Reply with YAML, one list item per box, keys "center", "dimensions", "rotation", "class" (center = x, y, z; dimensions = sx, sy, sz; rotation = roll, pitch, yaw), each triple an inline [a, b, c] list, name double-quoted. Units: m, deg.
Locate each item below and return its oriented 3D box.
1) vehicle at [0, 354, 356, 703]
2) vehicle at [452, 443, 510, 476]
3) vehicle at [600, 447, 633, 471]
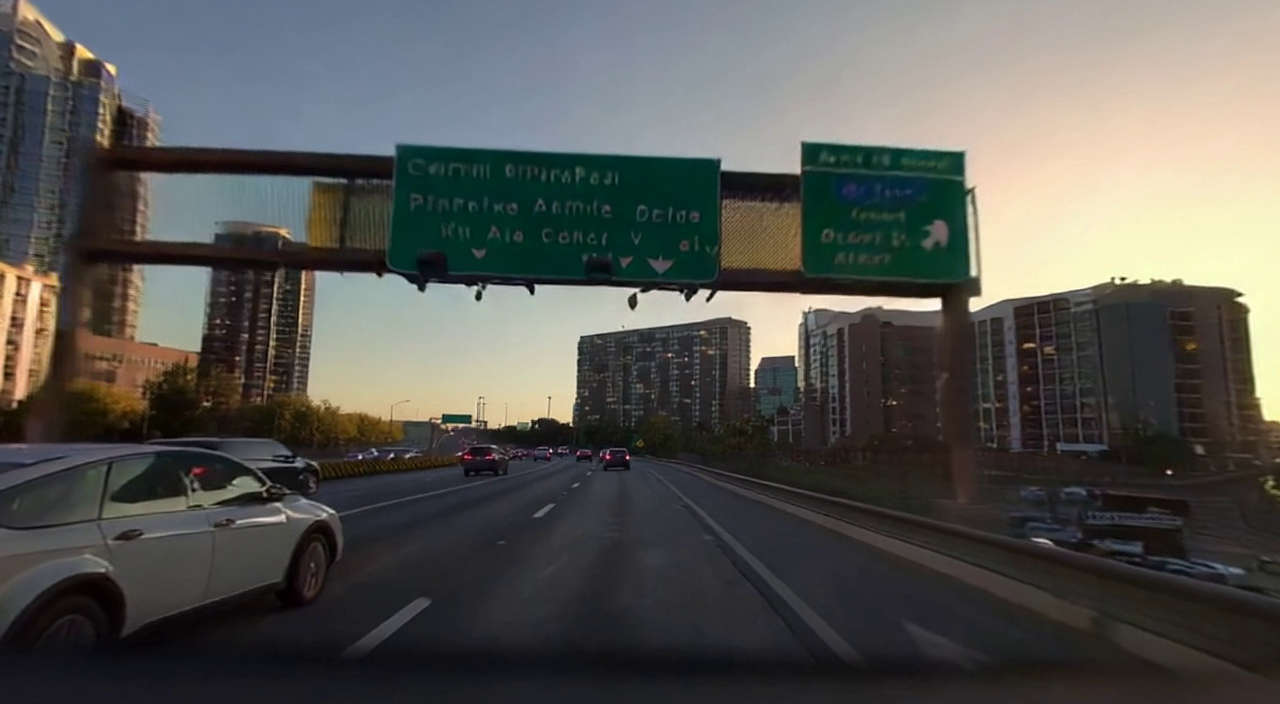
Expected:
- center: [-3.581, 0.982, 3.212]
  dimensions: [2.036, 1.717, 4.592]
  rotation: [0, -9, 1]
  class: "vehicle"
- center: [-8.634, 5.848, 34.555]
  dimensions: [2.065, 1.689, 4.399]
  rotation: [0, -9, -1]
  class: "vehicle"
- center: [-1.632, 7.383, 43.631]
  dimensions: [2.110, 1.501, 4.319]
  rotation: [0, -9, -2]
  class: "vehicle"
